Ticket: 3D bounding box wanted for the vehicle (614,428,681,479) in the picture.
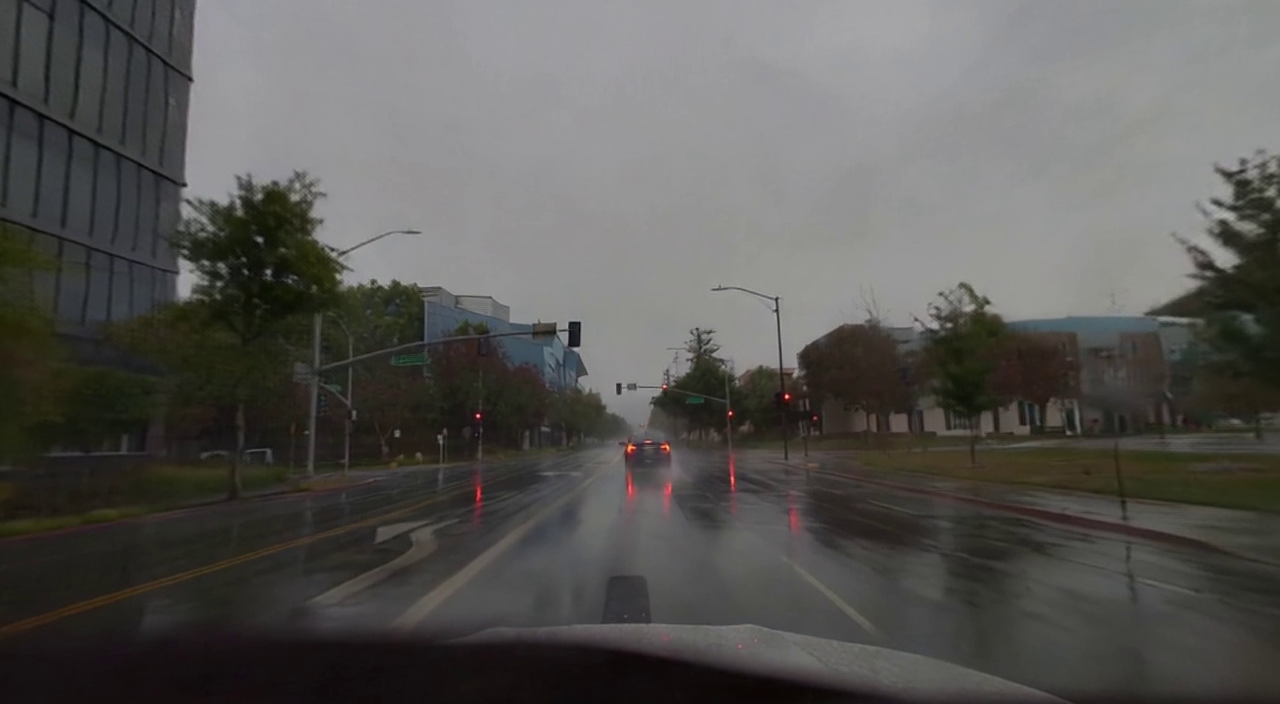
[{"bbox_3d":[0.218,3.626,22.701,2.184,1.640,4.086,0,-8,0],"label":"vehicle"}]
